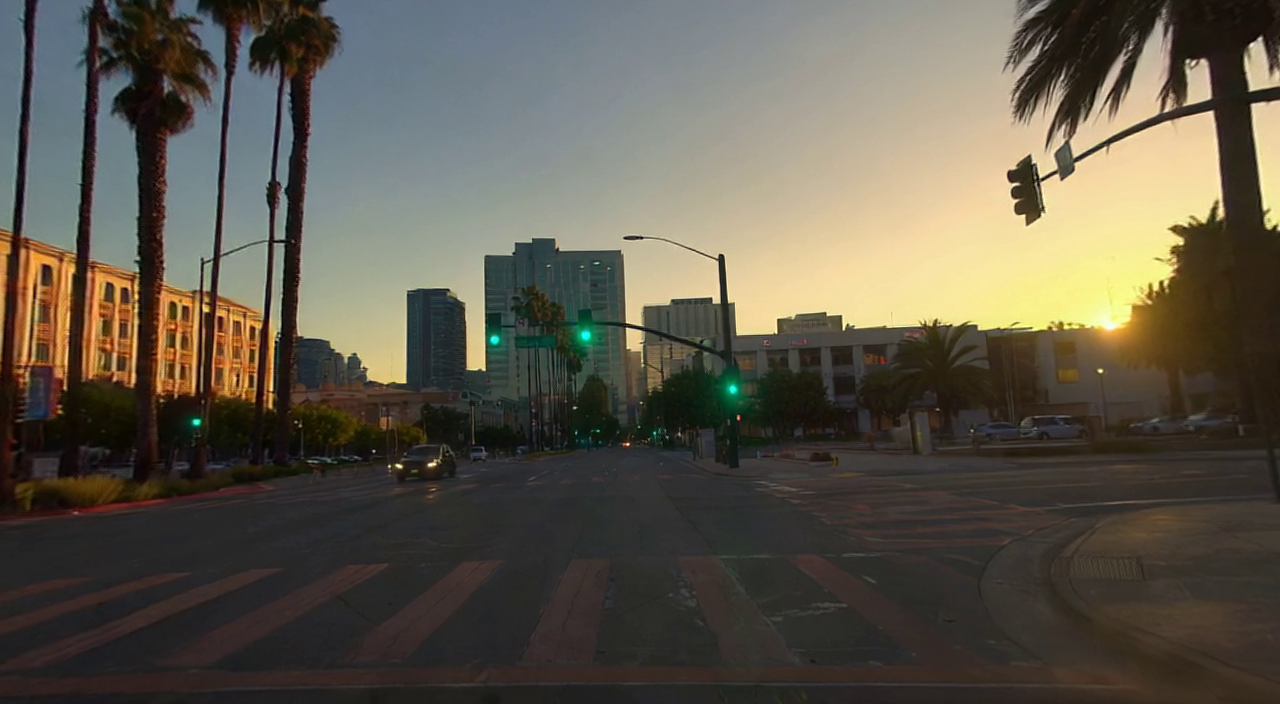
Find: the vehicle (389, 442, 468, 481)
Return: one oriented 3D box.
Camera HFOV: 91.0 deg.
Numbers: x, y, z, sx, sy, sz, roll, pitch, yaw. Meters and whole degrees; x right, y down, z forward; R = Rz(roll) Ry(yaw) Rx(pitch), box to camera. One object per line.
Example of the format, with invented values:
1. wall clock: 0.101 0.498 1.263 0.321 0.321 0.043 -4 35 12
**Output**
1. vehicle: -10.741 5.582 32.373 2.270 1.833 4.860 0 -9 1
